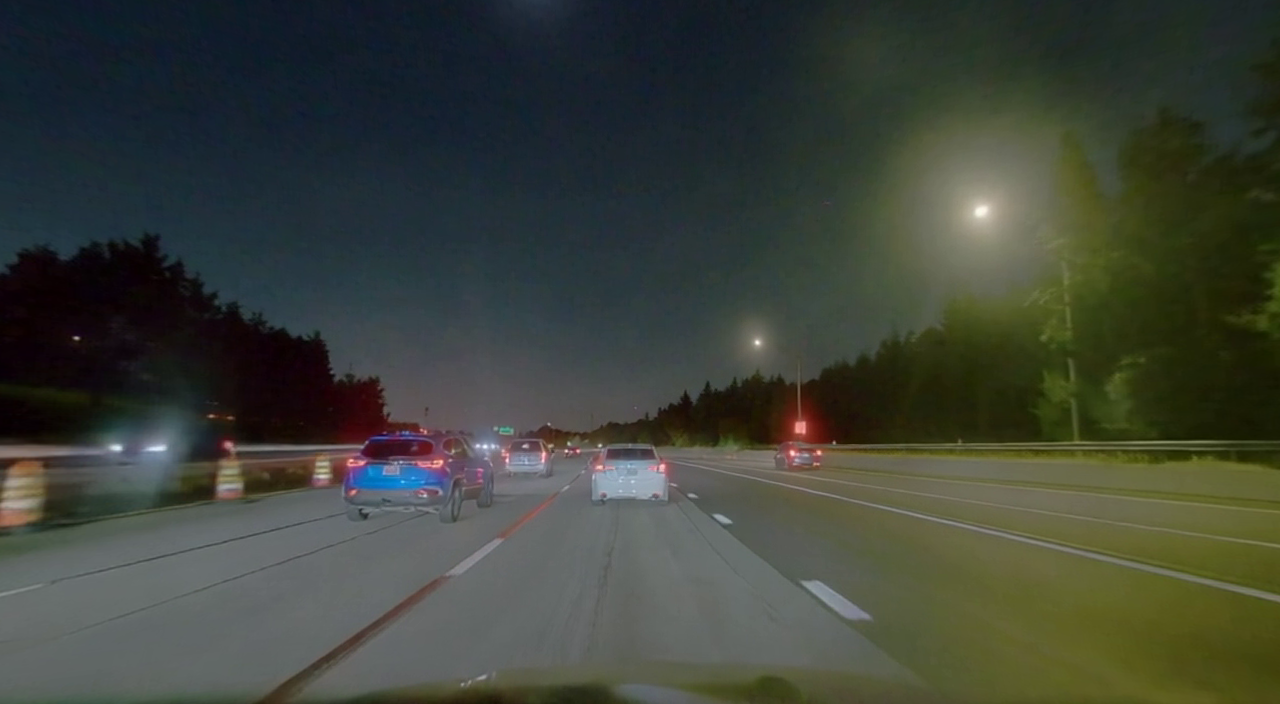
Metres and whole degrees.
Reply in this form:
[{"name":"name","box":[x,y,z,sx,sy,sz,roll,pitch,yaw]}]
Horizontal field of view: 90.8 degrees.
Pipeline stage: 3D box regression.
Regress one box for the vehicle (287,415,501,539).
[{"name":"vehicle","box":[-3.885,2.056,10.922,2.025,1.708,4.089,0,-9,0]}]

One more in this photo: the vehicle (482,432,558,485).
[{"name":"vehicle","box":[-4.186,3.781,22.665,1.982,1.727,4.057,0,-9,-1]}]

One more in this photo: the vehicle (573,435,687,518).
[{"name":"vehicle","box":[-0.247,2.562,13.542,2.069,1.484,3.982,0,-9,-2]}]

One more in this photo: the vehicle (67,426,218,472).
[{"name":"vehicle","box":[-17.784,3.511,22.936,1.869,1.516,4.480,0,-9,-1]}]
